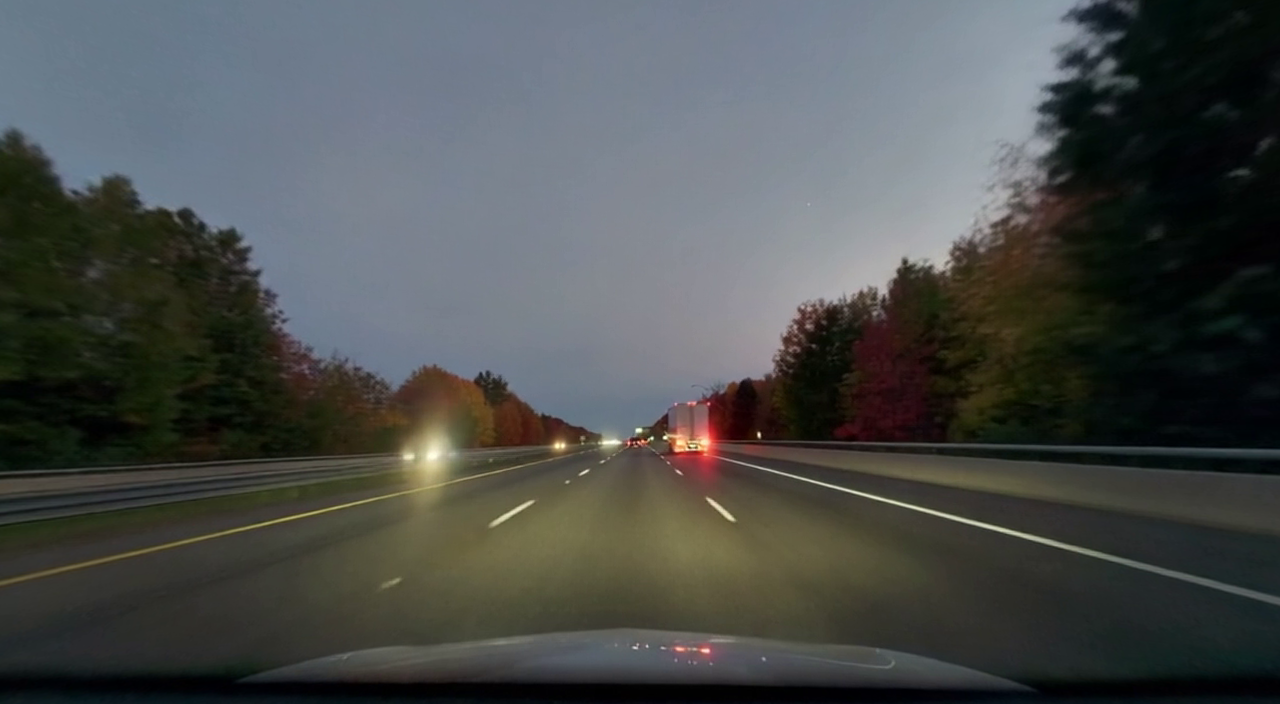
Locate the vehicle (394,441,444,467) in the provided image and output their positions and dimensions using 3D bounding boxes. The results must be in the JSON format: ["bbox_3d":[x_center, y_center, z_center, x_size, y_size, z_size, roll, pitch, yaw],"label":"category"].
[{"bbox_3d":[-13.916,6.413,39.718,1.806,1.491,3.826,0,-8,-1],"label":"vehicle"}]
